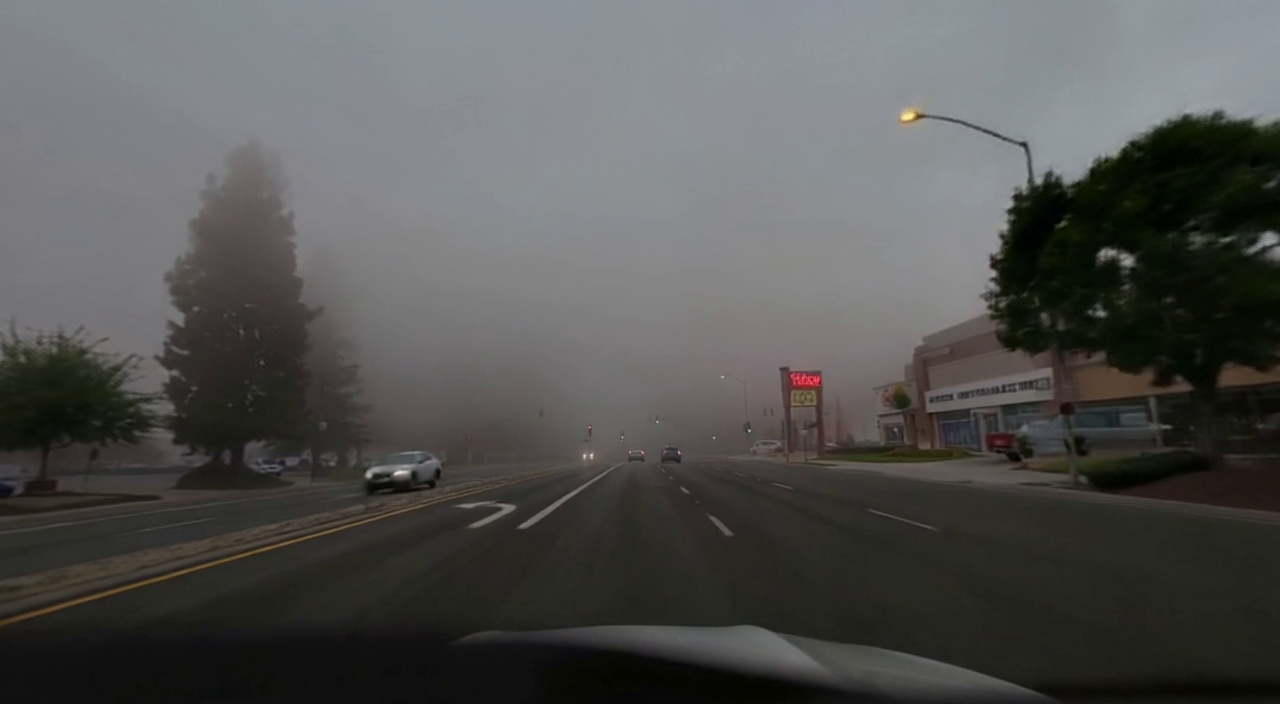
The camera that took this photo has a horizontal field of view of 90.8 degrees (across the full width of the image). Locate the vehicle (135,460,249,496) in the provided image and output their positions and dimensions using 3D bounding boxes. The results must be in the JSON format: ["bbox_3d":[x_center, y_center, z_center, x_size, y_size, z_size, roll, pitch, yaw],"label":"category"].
[{"bbox_3d":[-22.935,6.436,32.543,4.366,1.666,1.952,4,-10,-24],"label":"vehicle"}]

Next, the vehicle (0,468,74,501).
[{"bbox_3d":[-31.513,6.568,31.474,4.511,1.480,1.959,1,-9,-4],"label":"vehicle"}]

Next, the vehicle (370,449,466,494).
[{"bbox_3d":[-8.314,4.487,24.177,1.958,1.534,4.598,0,-9,1],"label":"vehicle"}]
